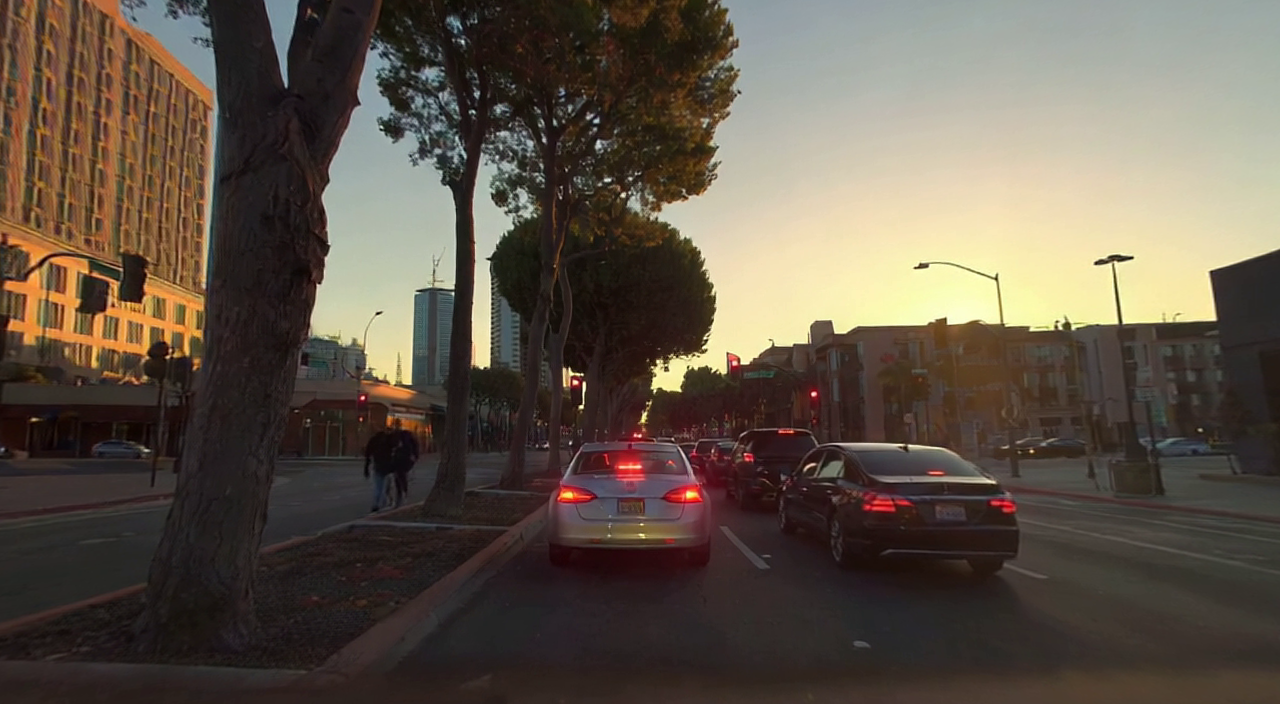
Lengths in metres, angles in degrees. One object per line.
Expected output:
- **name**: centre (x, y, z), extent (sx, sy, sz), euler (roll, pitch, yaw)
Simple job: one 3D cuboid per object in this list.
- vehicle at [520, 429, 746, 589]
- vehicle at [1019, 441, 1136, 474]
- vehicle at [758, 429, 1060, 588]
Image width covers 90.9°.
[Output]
- **vehicle**: centre (-0.100, 1.759, 7.961), extent (2.087, 1.456, 4.143), euler (0, -8, -1)
- **vehicle**: centre (23.063, 5.571, 33.362), extent (4.610, 1.622, 1.934), euler (-1, -8, 4)
- **vehicle**: centre (2.901, 1.769, 8.024), extent (1.893, 1.446, 4.270), euler (0, -8, -1)
